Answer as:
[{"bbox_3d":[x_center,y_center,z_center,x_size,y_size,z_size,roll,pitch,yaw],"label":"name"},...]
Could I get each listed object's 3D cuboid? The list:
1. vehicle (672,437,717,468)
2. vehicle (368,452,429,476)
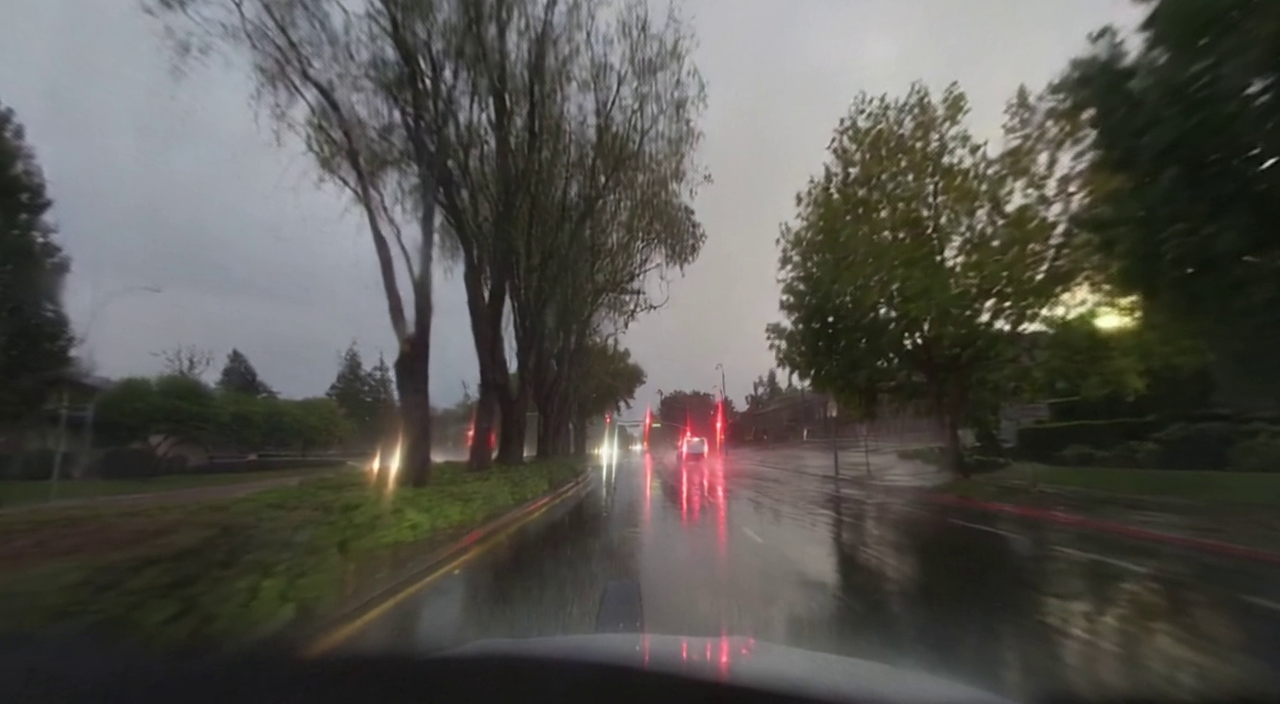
[{"bbox_3d":[3.345,6.305,39.913,2.229,1.795,4.927,0,-8,-2],"label":"vehicle"},{"bbox_3d":[-16.097,7.453,42.357,2.185,1.468,4.735,0,-8,0],"label":"vehicle"}]
